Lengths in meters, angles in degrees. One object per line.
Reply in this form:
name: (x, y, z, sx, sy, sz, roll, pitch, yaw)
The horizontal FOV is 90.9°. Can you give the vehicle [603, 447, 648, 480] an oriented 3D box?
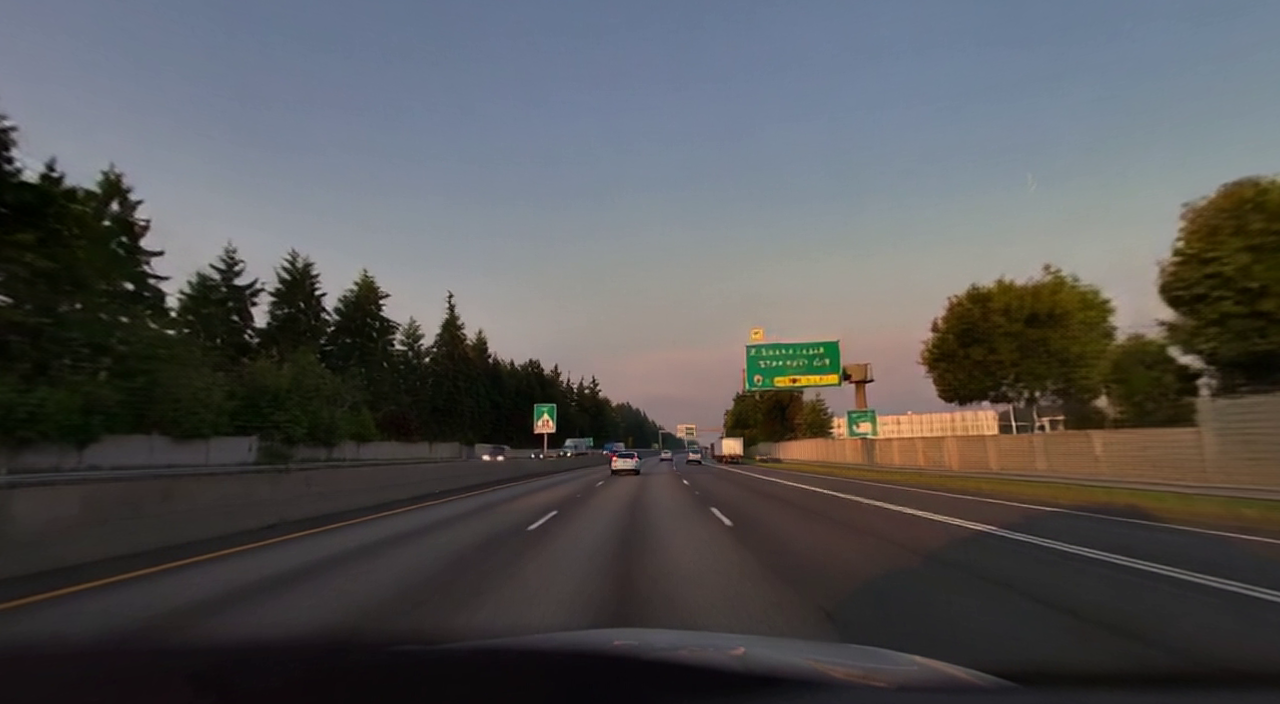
vehicle: (-0.675, 5.639, 32.109, 2.035, 1.513, 4.272, -1, -9, 2)
